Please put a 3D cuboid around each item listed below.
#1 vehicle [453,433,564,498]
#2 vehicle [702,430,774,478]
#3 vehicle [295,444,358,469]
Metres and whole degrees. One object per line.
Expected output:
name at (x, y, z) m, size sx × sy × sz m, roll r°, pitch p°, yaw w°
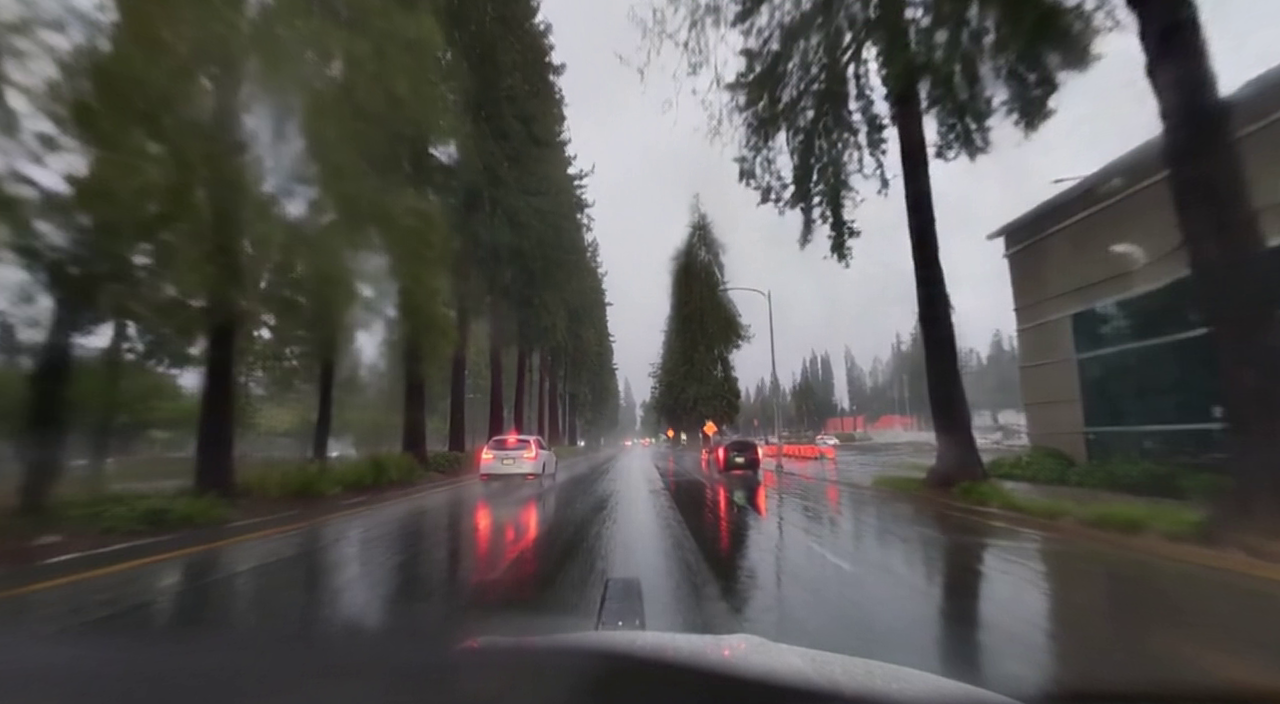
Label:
vehicle at (-3.247, 2.896, 16.511) m, size 2.020 × 1.474 × 4.098 m, roll 0°, pitch -9°, yaw 0°
vehicle at (3.957, 4.227, 26.403) m, size 2.159 × 1.793 × 4.735 m, roll 0°, pitch -8°, yaw -1°
vehicle at (-21.588, 7.190, 43.744) m, size 1.958 × 1.641 × 4.663 m, roll 0°, pitch -9°, yaw 1°
